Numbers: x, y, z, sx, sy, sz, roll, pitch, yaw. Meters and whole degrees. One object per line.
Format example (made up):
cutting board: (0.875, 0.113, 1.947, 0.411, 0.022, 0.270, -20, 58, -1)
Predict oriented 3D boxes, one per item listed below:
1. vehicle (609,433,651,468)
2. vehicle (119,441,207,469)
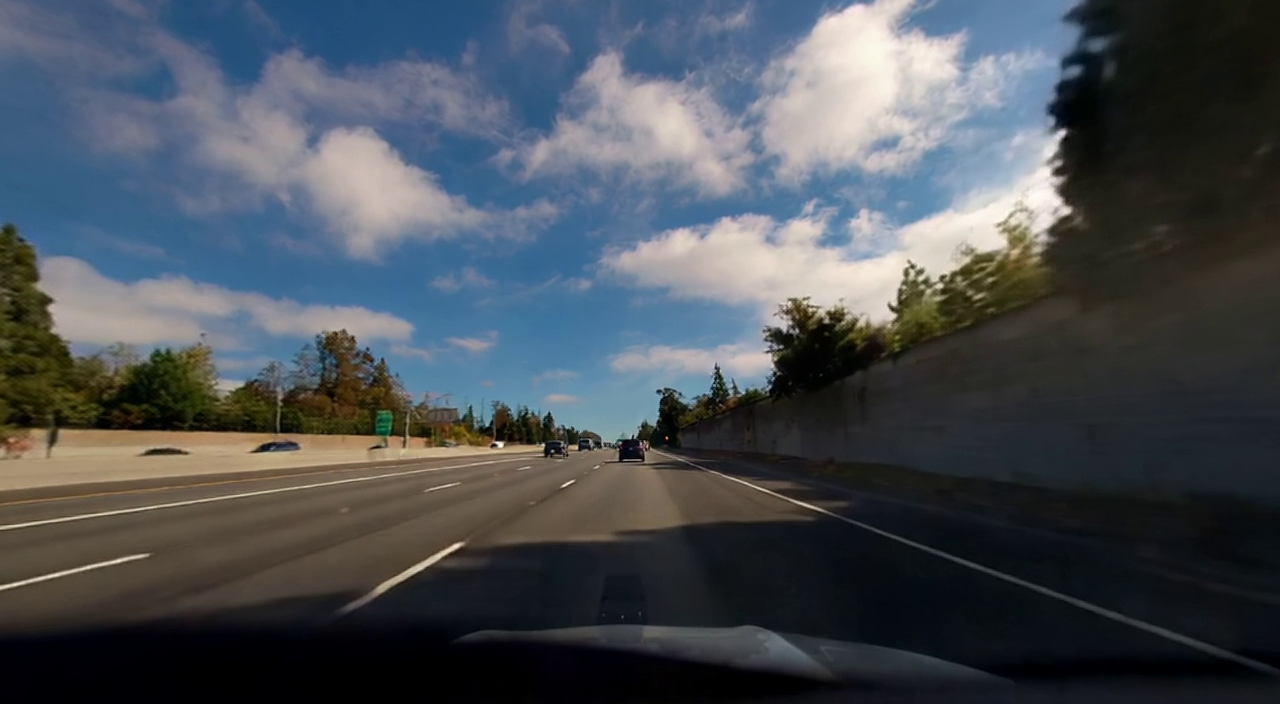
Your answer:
vehicle: (-0.495, 5.242, 33.688, 2.141, 1.706, 4.065, 0, -8, 0)
vehicle: (-29.138, 6.294, 38.635, 1.853, 1.591, 4.467, 0, -8, 0)
